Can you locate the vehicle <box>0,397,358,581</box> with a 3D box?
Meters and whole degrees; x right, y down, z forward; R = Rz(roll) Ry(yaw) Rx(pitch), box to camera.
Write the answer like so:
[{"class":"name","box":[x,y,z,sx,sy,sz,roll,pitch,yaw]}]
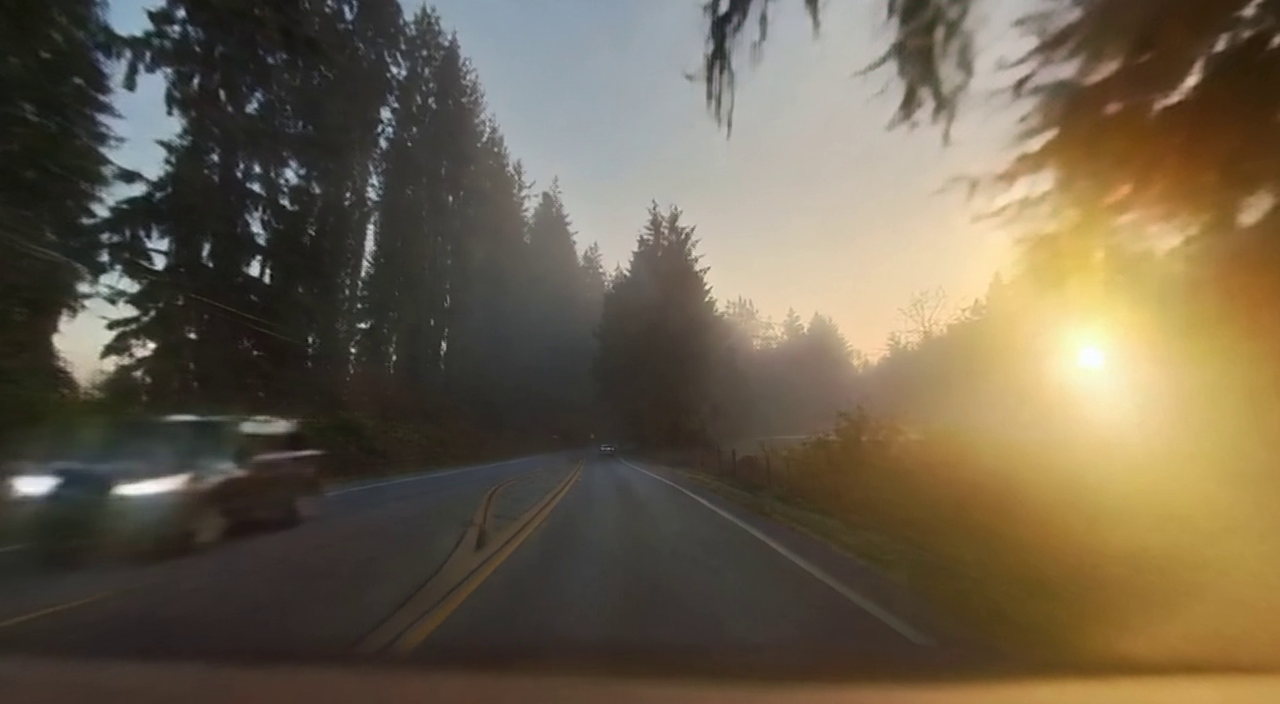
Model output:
[{"class":"vehicle","box":[-5.855,1.655,8.339,2.318,1.754,4.328,0,-9,-1]}]
